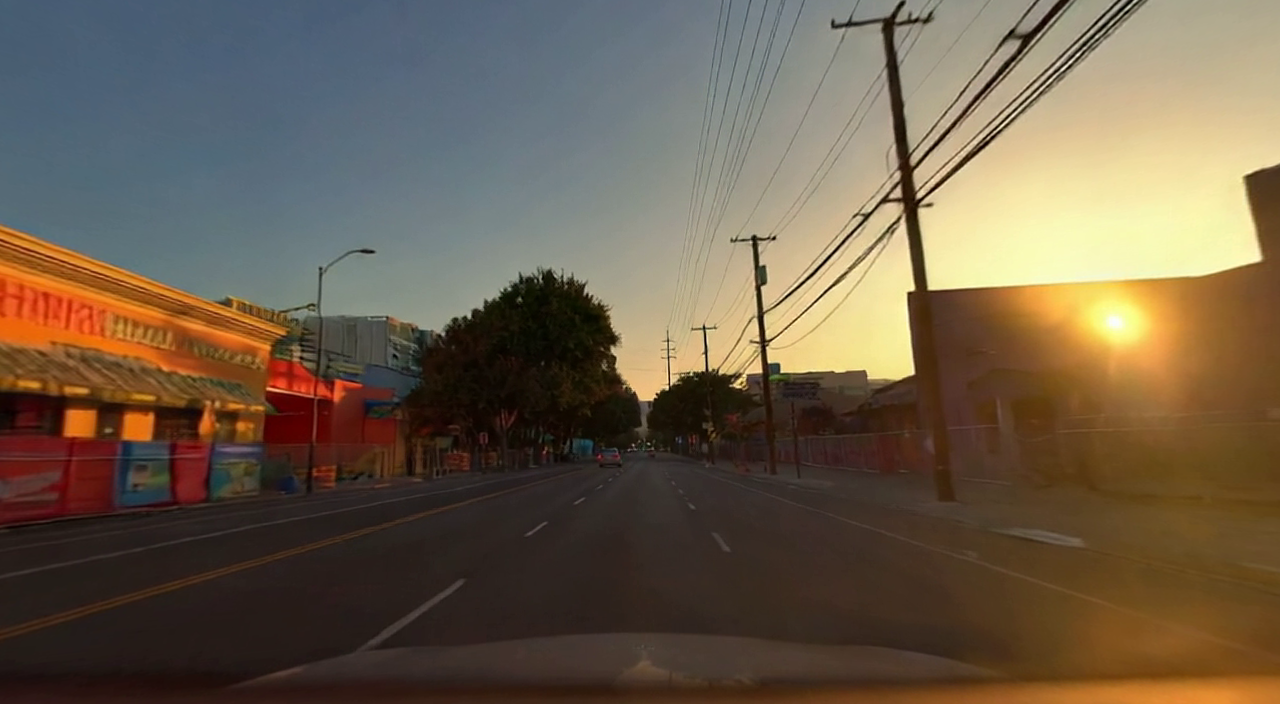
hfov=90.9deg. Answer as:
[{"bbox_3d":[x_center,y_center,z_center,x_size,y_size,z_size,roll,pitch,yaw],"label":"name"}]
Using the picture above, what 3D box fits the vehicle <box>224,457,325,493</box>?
[{"bbox_3d":[-17.157,5.777,29.926,1.995,1.460,4.802,0,-9,-2],"label":"vehicle"}]
